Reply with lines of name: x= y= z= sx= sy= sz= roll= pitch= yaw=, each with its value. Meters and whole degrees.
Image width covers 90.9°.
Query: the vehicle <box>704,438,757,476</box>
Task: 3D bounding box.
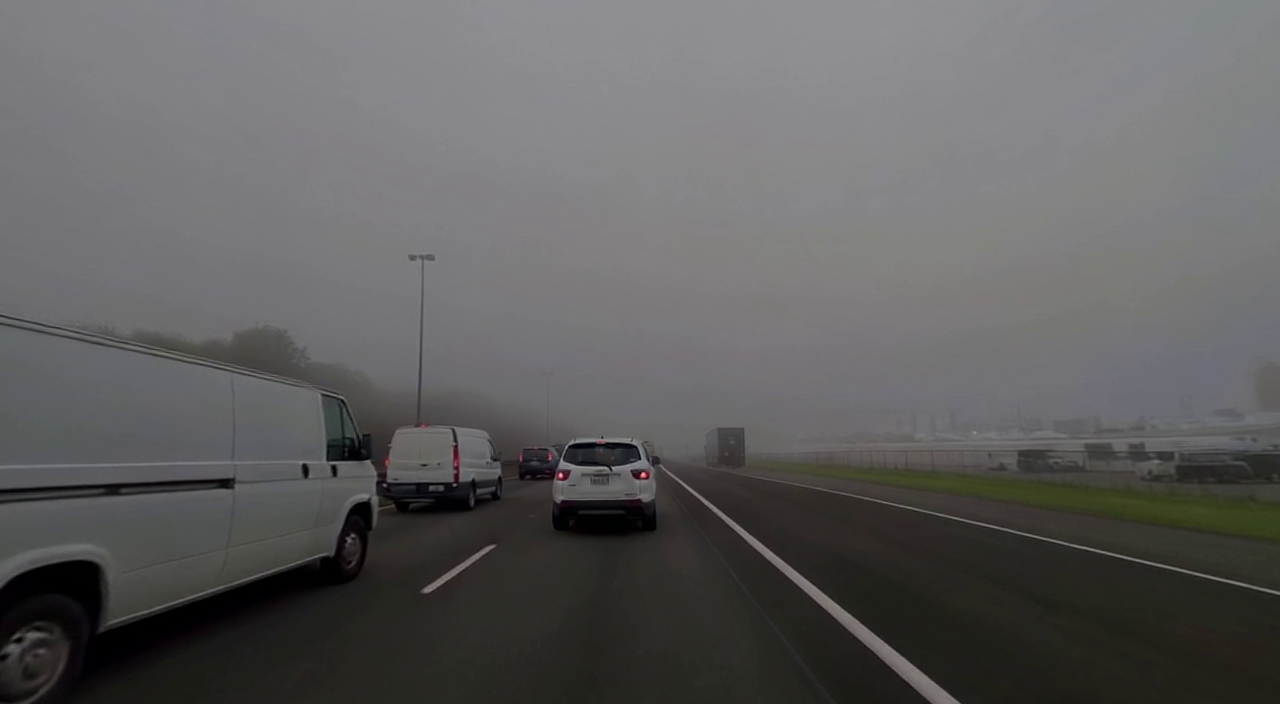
vehicle: x=4.455 y=5.264 z=31.713 sx=2.003 sy=1.754 sz=4.134 roll=0 pitch=-9 yaw=-1

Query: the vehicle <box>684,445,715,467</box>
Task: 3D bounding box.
vehicle: x=4.265 y=7.510 z=45.678 sx=1.874 sy=1.512 sz=3.723 roll=0 pitch=-9 yaw=-1

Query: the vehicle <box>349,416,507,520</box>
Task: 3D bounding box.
vehicle: x=-4.585 y=2.590 z=14.500 sx=2.043 sy=1.987 sz=4.486 roll=0 pitch=-9 yaw=0

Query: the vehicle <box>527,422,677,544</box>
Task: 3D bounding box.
vehicle: x=-0.546 y=2.140 z=10.818 sx=2.093 sy=1.695 sz=3.782 roll=0 pitch=-9 yaw=0

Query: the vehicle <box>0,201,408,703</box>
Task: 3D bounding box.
vehicle: x=-4.467 y=0.881 z=5.492 sx=2.248 sy=2.626 sz=6.837 roll=0 pitch=-9 yaw=0
